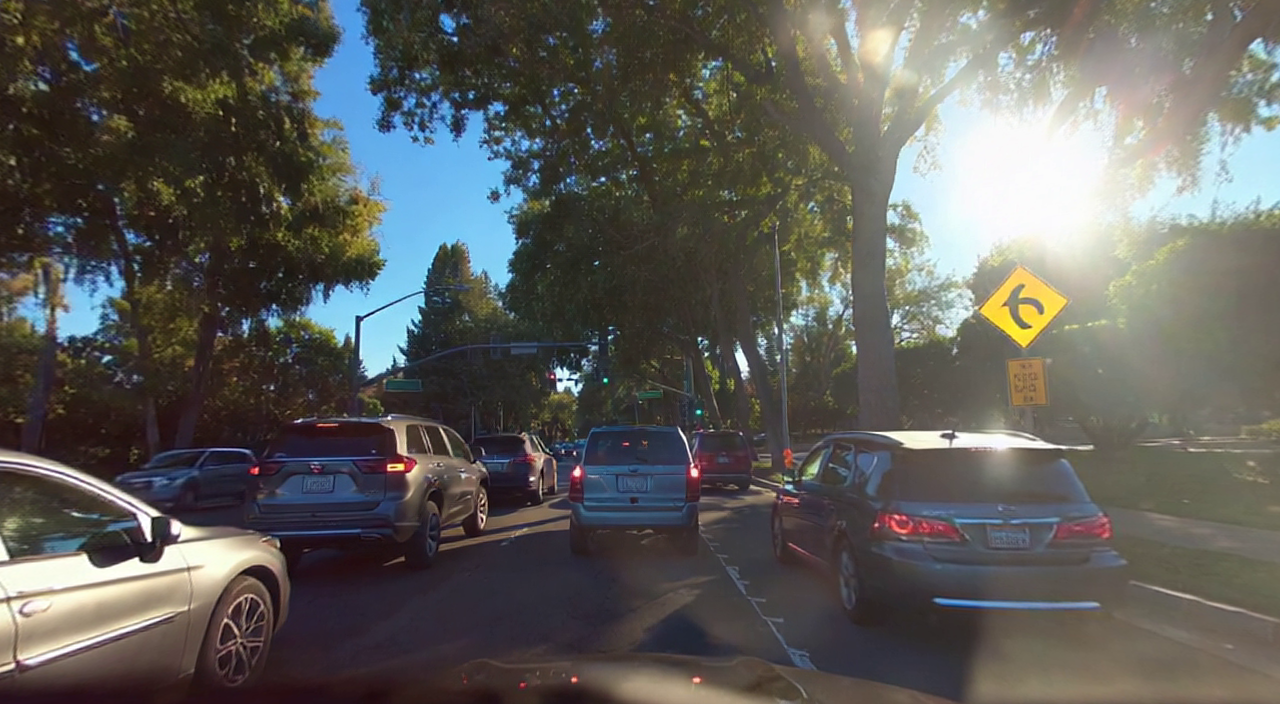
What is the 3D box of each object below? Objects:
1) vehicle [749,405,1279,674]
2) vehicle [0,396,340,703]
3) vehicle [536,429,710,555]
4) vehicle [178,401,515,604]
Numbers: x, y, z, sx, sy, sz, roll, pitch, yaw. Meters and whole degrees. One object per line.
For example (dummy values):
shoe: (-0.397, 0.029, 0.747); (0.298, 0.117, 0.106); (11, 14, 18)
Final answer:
vehicle: (2.521, 1.399, 5.925); (2.116, 1.497, 4.652); (0, -8, 0)
vehicle: (-2.928, 0.840, 1.604); (1.974, 1.484, 4.716); (0, -8, 0)
vehicle: (-0.250, 1.922, 9.319); (2.025, 1.453, 3.848); (0, -8, -2)
vehicle: (-2.897, 1.578, 7.444); (1.964, 1.712, 4.097); (0, -8, 0)
